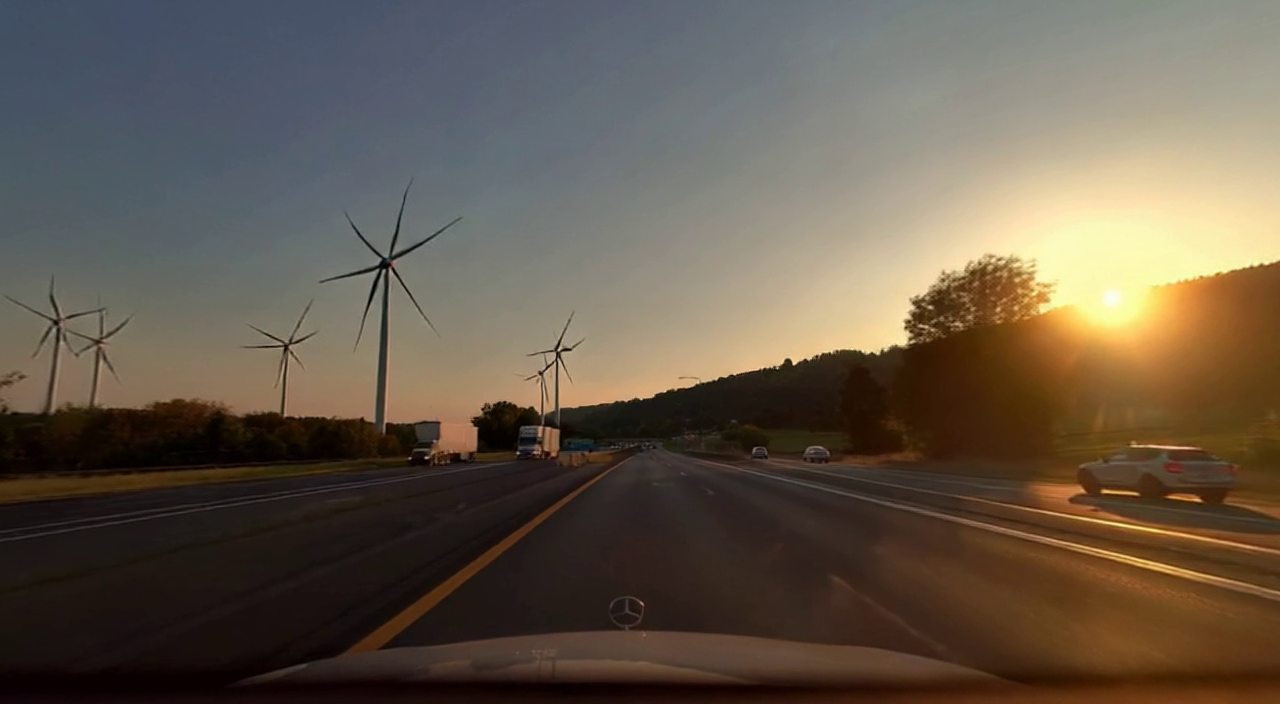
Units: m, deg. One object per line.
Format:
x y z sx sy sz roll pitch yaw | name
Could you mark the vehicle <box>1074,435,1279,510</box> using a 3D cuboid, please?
14.197 3.130 16.804 1.897 1.669 4.825 0 -9 2 | vehicle
